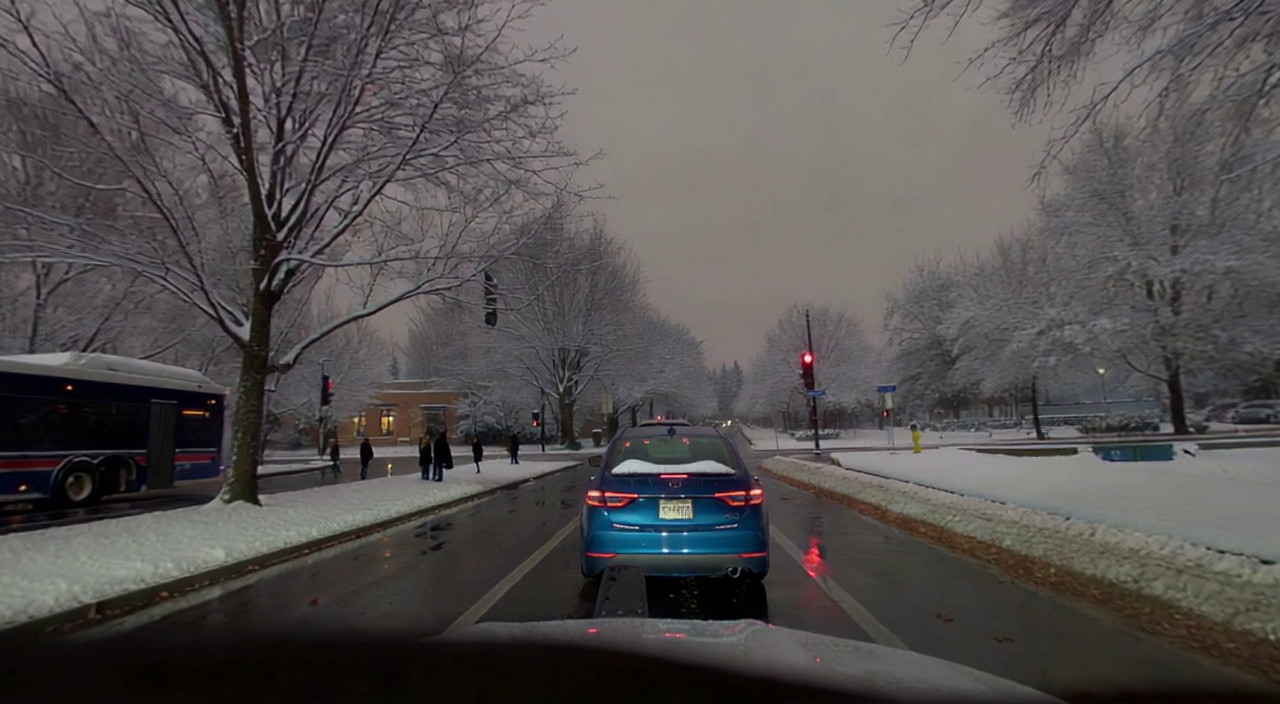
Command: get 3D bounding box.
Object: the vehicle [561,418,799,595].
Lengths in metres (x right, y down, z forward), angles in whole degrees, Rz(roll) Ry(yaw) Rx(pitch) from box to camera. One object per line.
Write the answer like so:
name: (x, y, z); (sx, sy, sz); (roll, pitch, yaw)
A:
vehicle: (0.381, 1.612, 7.393); (2.035, 1.499, 3.799); (0, -8, 1)
